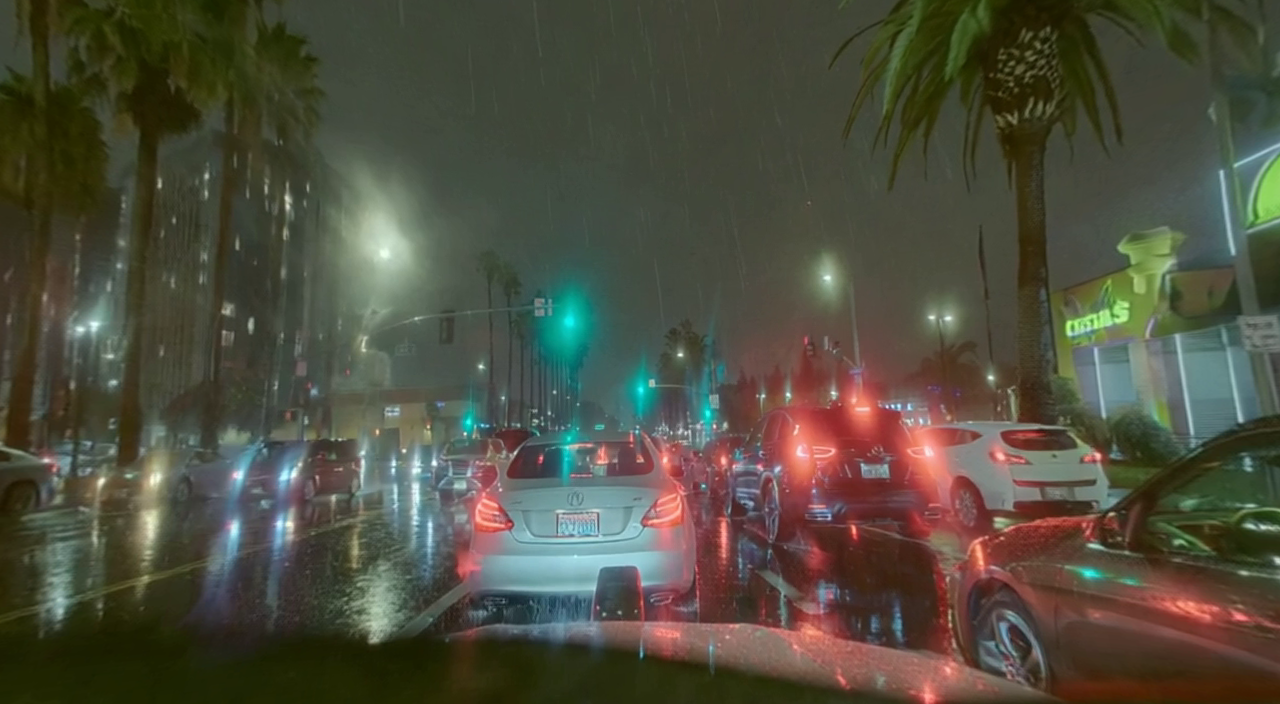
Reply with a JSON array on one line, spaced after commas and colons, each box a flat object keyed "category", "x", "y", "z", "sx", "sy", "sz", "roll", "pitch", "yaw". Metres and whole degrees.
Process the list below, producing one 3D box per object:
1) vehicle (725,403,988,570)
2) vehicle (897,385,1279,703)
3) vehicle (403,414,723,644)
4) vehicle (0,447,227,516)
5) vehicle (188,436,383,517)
[{"category": "vehicle", "x": 2.637, "y": 1.781, "z": 9.094, "sx": 2.096, "sy": 1.775, "sz": 4.440, "roll": 0, "pitch": -9, "yaw": -1}, {"category": "vehicle", "x": 2.619, "y": 0.816, "z": 1.514, "sx": 2.085, "sy": 1.469, "sz": 4.458, "roll": 0, "pitch": -9, "yaw": 0}, {"category": "vehicle", "x": -0.529, "y": 1.471, "z": 6.260, "sx": 2.096, "sy": 1.492, "sz": 4.071, "roll": 0, "pitch": -9, "yaw": -1}, {"category": "vehicle", "x": -12.872, "y": 3.137, "z": 15.934, "sx": 1.870, "sy": 1.475, "sz": 4.531, "roll": 0, "pitch": -9, "yaw": -1}, {"category": "vehicle", "x": -7.574, "y": 2.671, "z": 14.096, "sx": 1.945, "sy": 1.494, "sz": 4.252, "roll": 0, "pitch": -9, "yaw": -1}]
